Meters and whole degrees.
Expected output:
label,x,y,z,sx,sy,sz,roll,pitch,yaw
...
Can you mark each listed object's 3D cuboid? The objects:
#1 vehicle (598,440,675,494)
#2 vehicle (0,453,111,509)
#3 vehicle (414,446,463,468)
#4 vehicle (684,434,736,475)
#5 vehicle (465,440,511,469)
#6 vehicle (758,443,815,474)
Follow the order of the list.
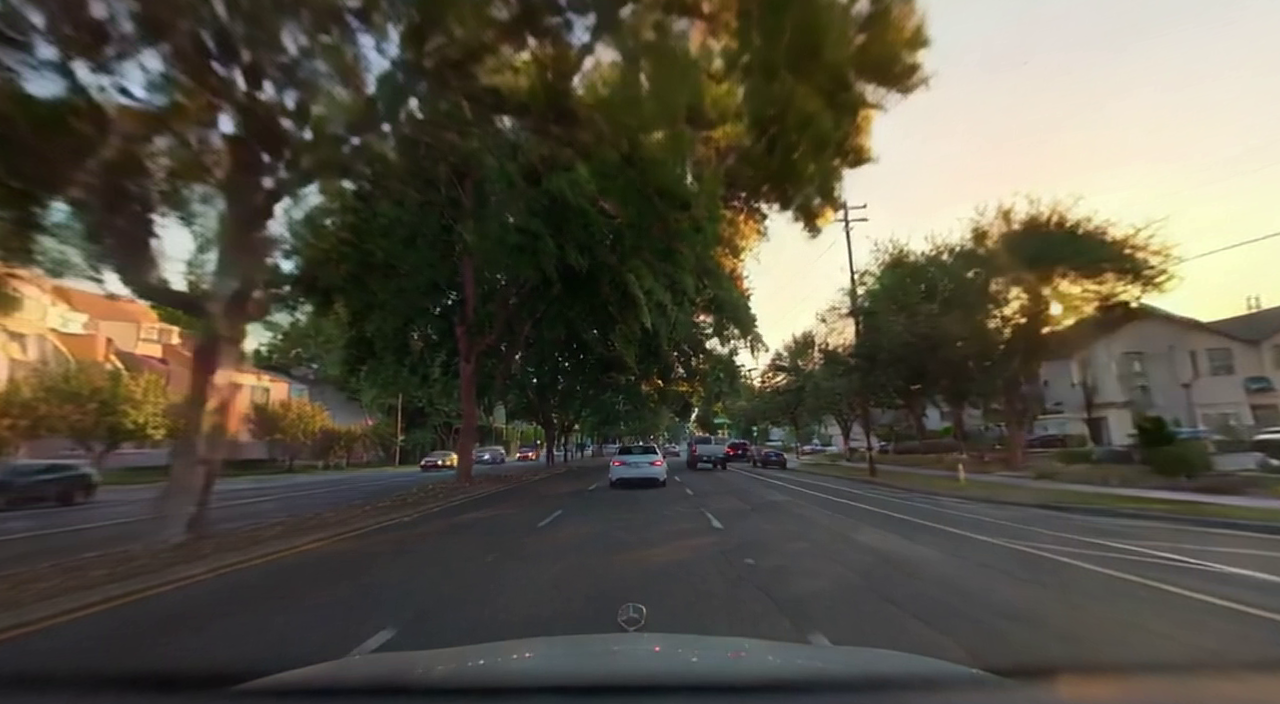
label,x,y,z,sx,sy,sz,roll,pitch,yaw
vehicle,-0.072,3.507,19.652,2.140,1.474,4.026,0,-8,1
vehicle,-18.055,3.634,17.946,1.920,1.426,4.519,0,-8,2
vehicle,-14.337,7.458,45.060,1.926,1.480,4.337,0,-8,1
vehicle,3.344,5.023,31.091,2.073,1.822,4.276,0,-8,0
vehicle,-9.888,6.694,41.402,2.090,1.785,4.692,0,-8,-3
vehicle,7.799,5.687,33.905,1.980,1.497,4.345,0,-8,0
